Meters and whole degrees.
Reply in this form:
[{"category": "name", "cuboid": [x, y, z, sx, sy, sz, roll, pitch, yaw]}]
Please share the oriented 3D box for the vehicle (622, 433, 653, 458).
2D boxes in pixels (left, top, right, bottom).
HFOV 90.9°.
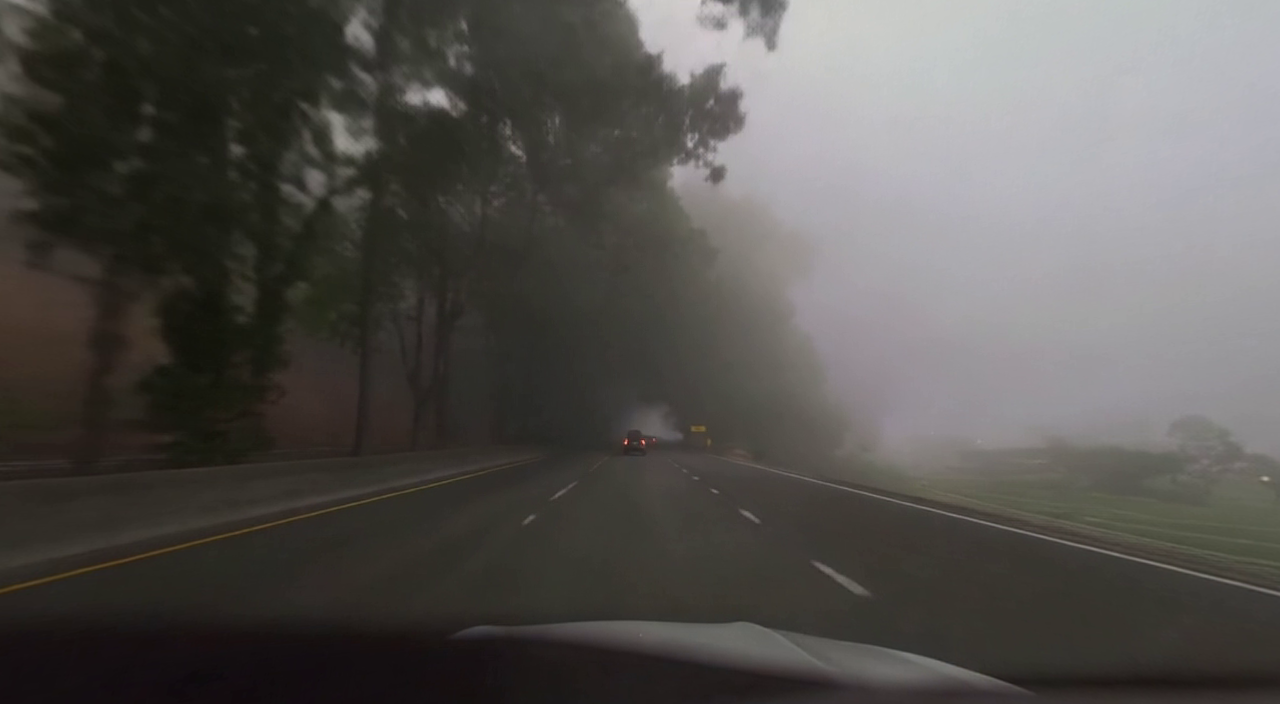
[{"category": "vehicle", "cuboid": [-0.182, 6.630, 44.678, 2.094, 1.653, 4.283, 0, -8, -1]}]
